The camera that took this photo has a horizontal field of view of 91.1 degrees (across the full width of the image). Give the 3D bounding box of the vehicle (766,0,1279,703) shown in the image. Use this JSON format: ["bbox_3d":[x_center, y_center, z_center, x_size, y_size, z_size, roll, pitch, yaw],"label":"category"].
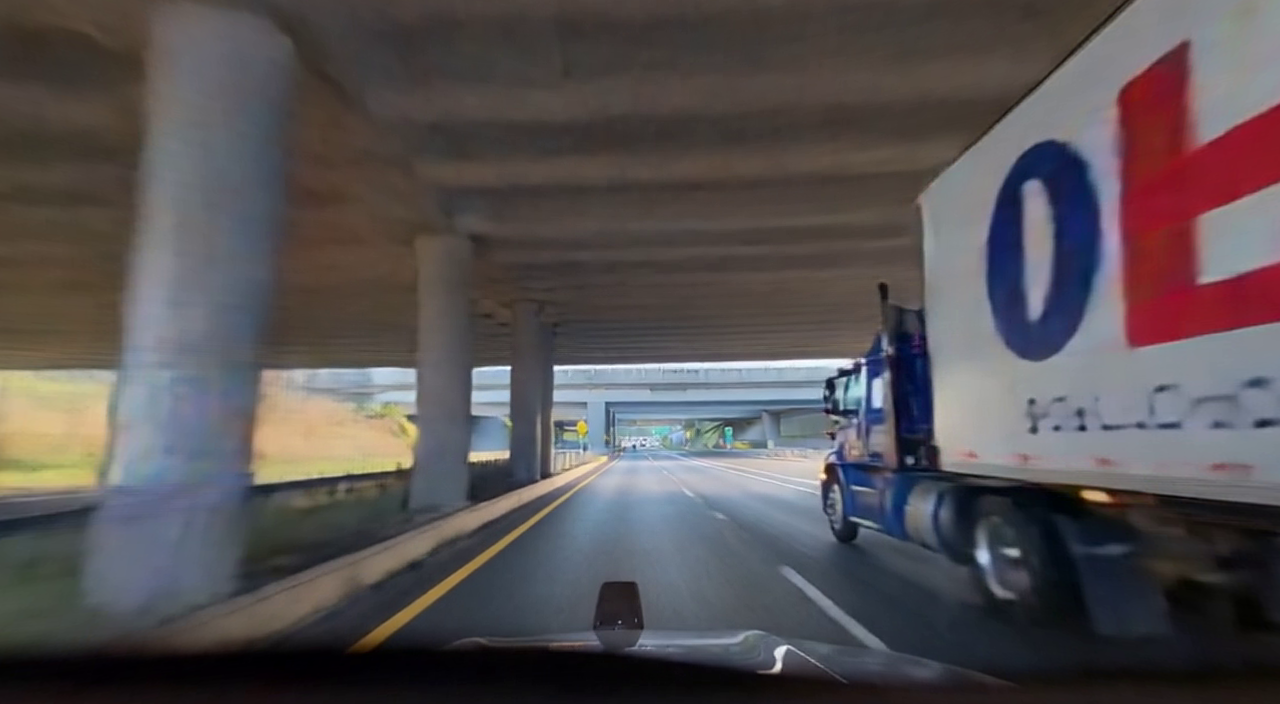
[{"bbox_3d":[3.648,-0.272,4.543,3.172,4.080,10.974,0,-10,0],"label":"vehicle"}]
